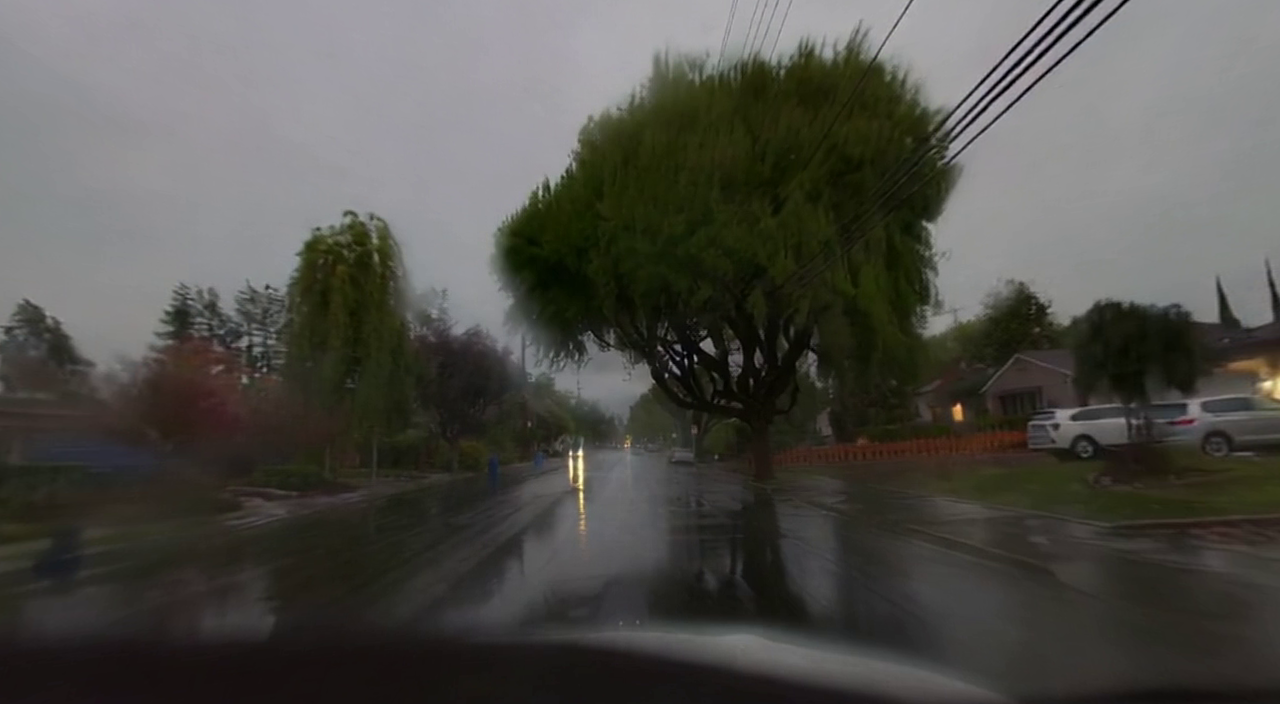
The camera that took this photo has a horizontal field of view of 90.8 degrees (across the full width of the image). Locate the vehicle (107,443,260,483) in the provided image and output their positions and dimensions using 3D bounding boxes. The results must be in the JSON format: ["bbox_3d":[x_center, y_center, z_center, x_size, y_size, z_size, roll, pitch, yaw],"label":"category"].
[{"bbox_3d":[-17.730,4.276,24.691,4.519,1.426,1.903,8,-12,-44],"label":"vehicle"}]

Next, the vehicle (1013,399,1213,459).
[{"bbox_3d":[14.540,2.415,19.594,4.672,1.732,2.020,1,-8,-6],"label":"vehicle"}]

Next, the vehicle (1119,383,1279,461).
[{"bbox_3d":[15.258,1.794,16.040,4.562,1.832,1.987,0,-8,-3],"label":"vehicle"}]
